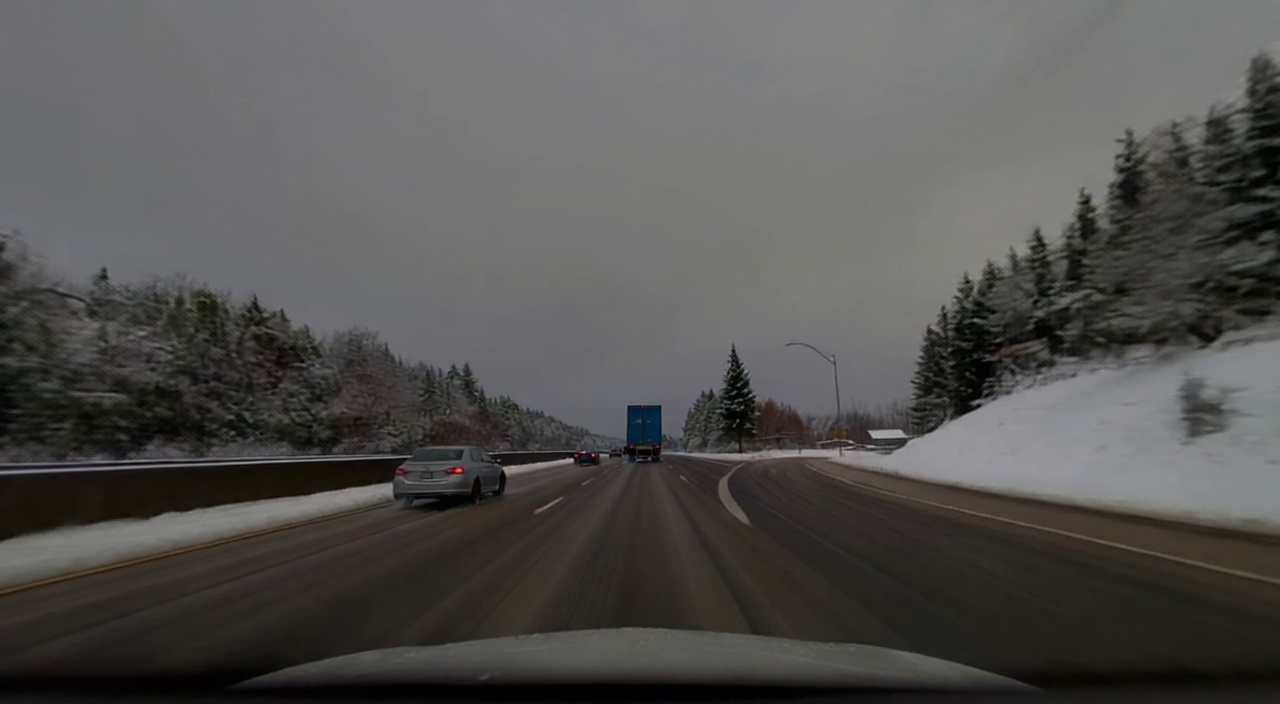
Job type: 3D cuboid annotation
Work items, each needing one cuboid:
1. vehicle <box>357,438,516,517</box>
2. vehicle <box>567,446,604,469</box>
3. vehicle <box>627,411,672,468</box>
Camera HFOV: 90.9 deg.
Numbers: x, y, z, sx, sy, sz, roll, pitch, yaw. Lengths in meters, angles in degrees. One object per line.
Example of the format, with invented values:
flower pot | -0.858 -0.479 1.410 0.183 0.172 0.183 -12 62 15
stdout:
vehicle | -4.255 2.693 14.030 2.010 1.461 4.391 0 -9 1
vehicle | -3.599 7.054 42.344 1.981 1.435 4.199 0 -9 2
vehicle | 0.678 6.256 44.635 2.893 3.628 9.081 0 -9 1
